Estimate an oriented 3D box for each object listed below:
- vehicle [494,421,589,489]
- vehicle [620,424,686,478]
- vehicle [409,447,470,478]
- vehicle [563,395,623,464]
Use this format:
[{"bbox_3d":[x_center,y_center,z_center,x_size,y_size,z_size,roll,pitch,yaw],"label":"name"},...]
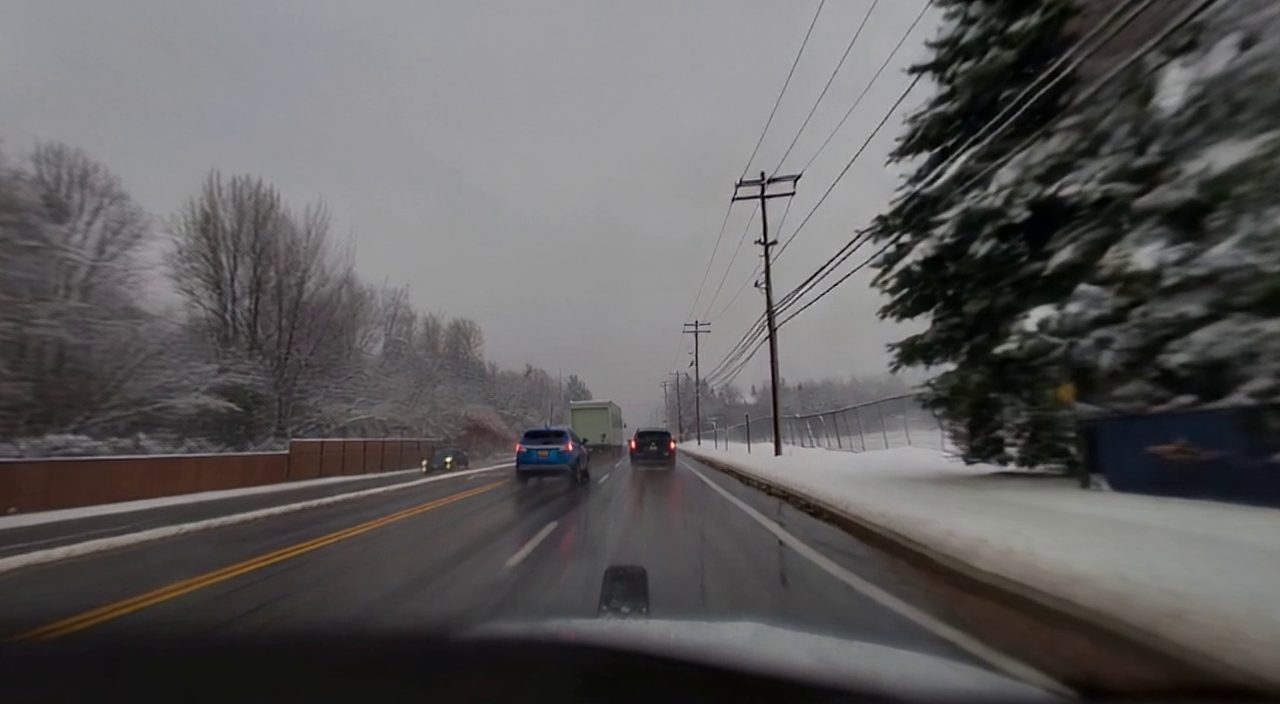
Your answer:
[{"bbox_3d":[-2.868,3.145,19.502,2.093,1.832,4.508,0,-8,2],"label":"vehicle"},{"bbox_3d":[0.426,3.535,22.662,2.174,1.749,4.113,0,-8,0],"label":"vehicle"},{"bbox_3d":[-11.562,6.378,36.664,2.052,1.401,4.191,-6,-8,0],"label":"vehicle"},{"bbox_3d":[-2.640,4.913,39.134,2.928,3.658,10.953,0,-8,0],"label":"vehicle"}]
